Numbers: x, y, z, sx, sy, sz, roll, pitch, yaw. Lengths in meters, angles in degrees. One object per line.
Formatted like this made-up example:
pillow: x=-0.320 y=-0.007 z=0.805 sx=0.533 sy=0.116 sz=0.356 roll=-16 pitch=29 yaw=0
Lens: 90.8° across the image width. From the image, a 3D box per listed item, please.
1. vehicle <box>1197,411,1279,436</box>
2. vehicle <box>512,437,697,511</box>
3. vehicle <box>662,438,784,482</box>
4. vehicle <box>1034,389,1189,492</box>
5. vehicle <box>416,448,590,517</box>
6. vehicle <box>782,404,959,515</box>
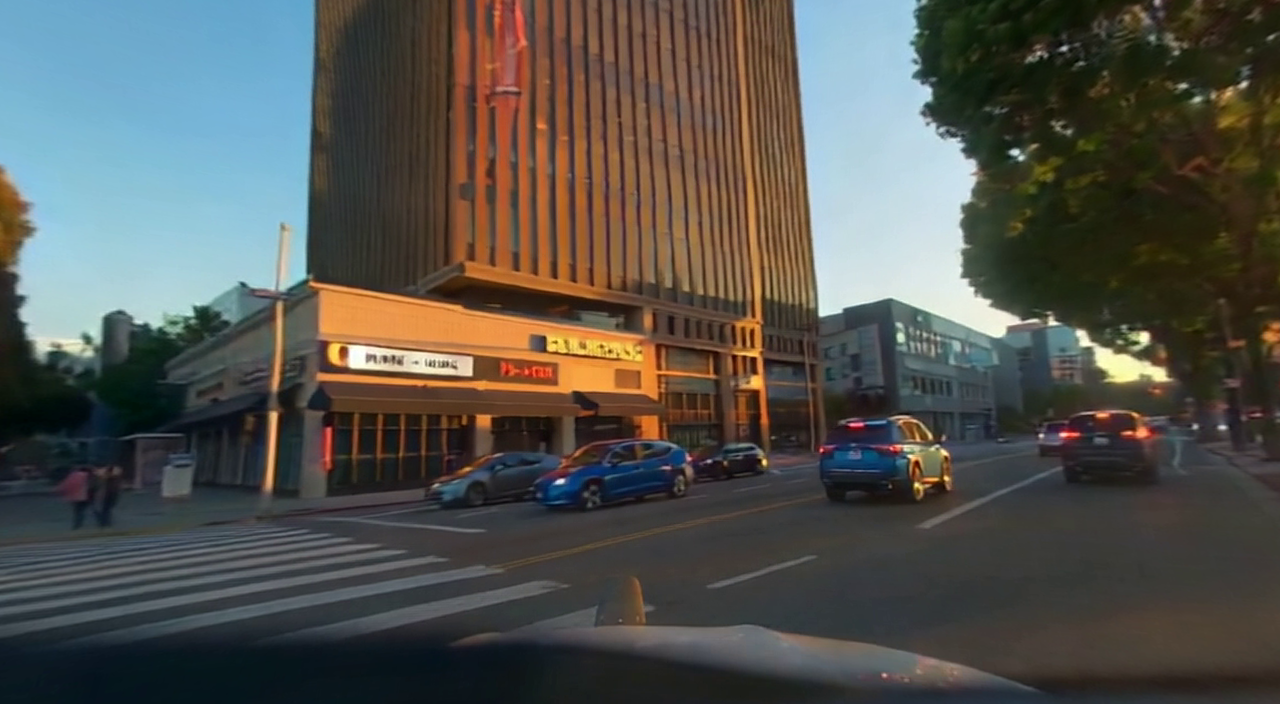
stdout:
vehicle: x=38.332 y=4.524 z=39.731 sx=4.426 sy=1.490 sz=1.862 roll=-4 pitch=-9 yaw=23
vehicle: x=-0.694 y=2.836 z=15.244 sx=1.857 sy=1.507 sz=4.504 roll=-7 pitch=-11 yaw=39
vehicle: x=3.364 y=4.142 z=24.674 sx=2.103 sy=1.514 sz=5.374 roll=-8 pitch=-11 yaw=40
vehicle: x=10.994 y=2.060 z=14.707 sx=2.352 sy=1.953 sz=4.796 roll=-7 pitch=-11 yaw=38
vehicle: x=-3.440 y=3.278 z=16.474 sx=1.989 sy=1.508 sz=4.021 roll=-7 pitch=-11 yaw=39
vehicle: x=4.543 y=2.005 z=12.078 sx=2.023 sy=1.702 sz=4.152 roll=-6 pitch=-10 yaw=35
